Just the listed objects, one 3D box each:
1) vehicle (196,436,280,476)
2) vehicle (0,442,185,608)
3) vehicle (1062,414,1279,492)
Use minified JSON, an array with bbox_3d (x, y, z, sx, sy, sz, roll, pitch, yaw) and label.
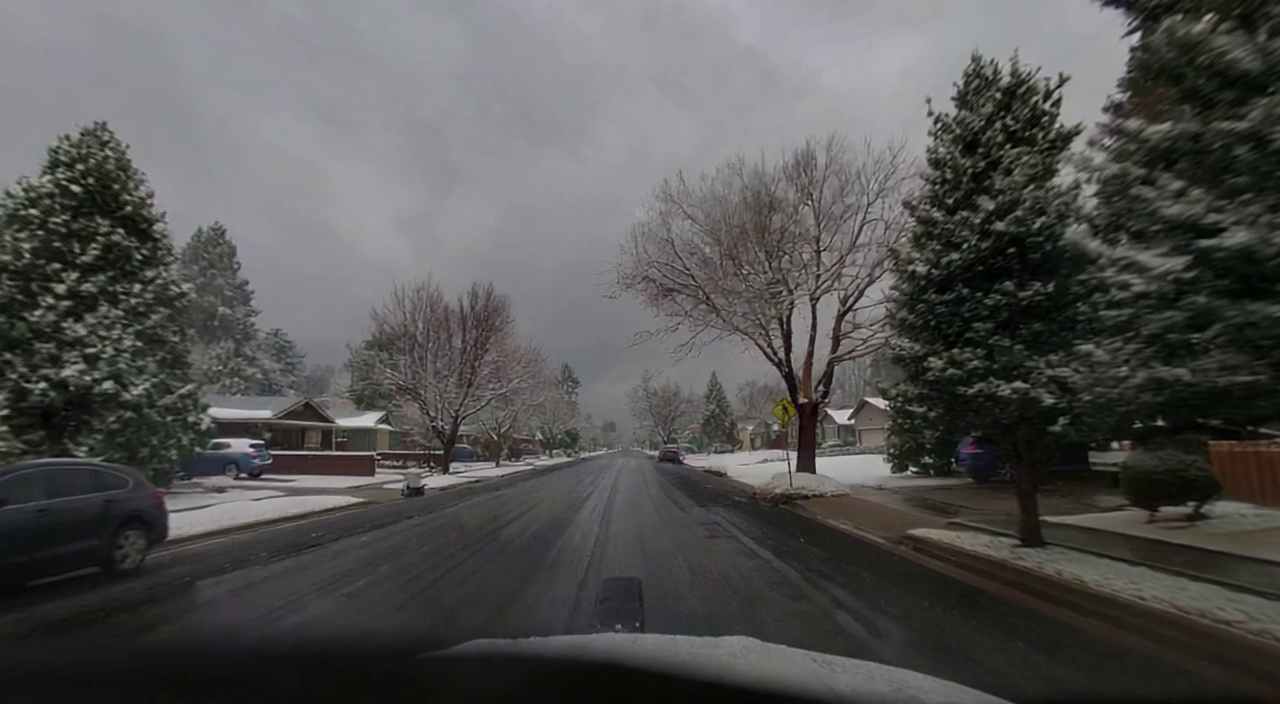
[{"bbox_3d":[-17.620,4.558,27.940,1.957,1.602,4.326,3,-9,-16],"label":"vehicle"},{"bbox_3d":[-6.950,1.728,6.257,1.860,1.498,3.969,-3,-7,2],"label":"vehicle"},{"bbox_3d":[12.676,2.369,14.746,4.499,1.591,1.988,-7,-11,31],"label":"vehicle"}]
